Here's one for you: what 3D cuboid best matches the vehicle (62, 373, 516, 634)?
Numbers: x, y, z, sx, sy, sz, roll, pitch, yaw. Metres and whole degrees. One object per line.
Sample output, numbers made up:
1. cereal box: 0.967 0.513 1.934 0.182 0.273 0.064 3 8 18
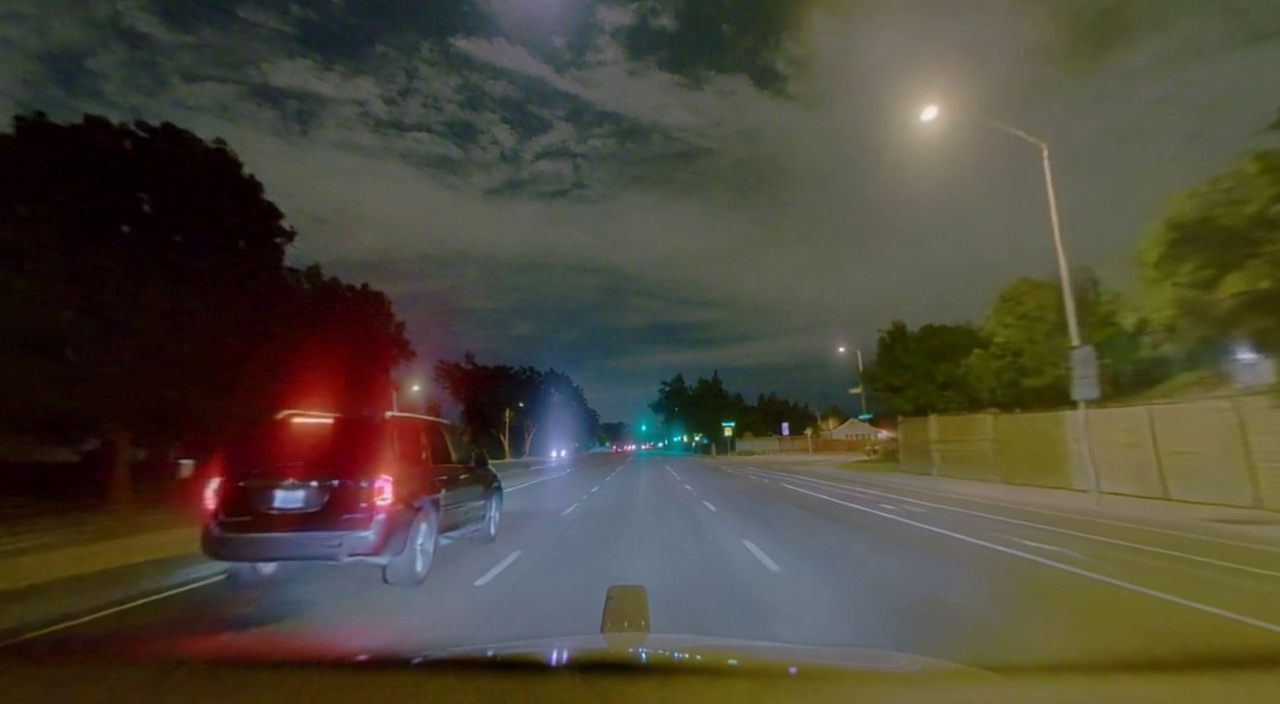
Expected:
1. vehicle: -2.984 1.427 6.957 2.179 1.851 4.756 0 -8 1
